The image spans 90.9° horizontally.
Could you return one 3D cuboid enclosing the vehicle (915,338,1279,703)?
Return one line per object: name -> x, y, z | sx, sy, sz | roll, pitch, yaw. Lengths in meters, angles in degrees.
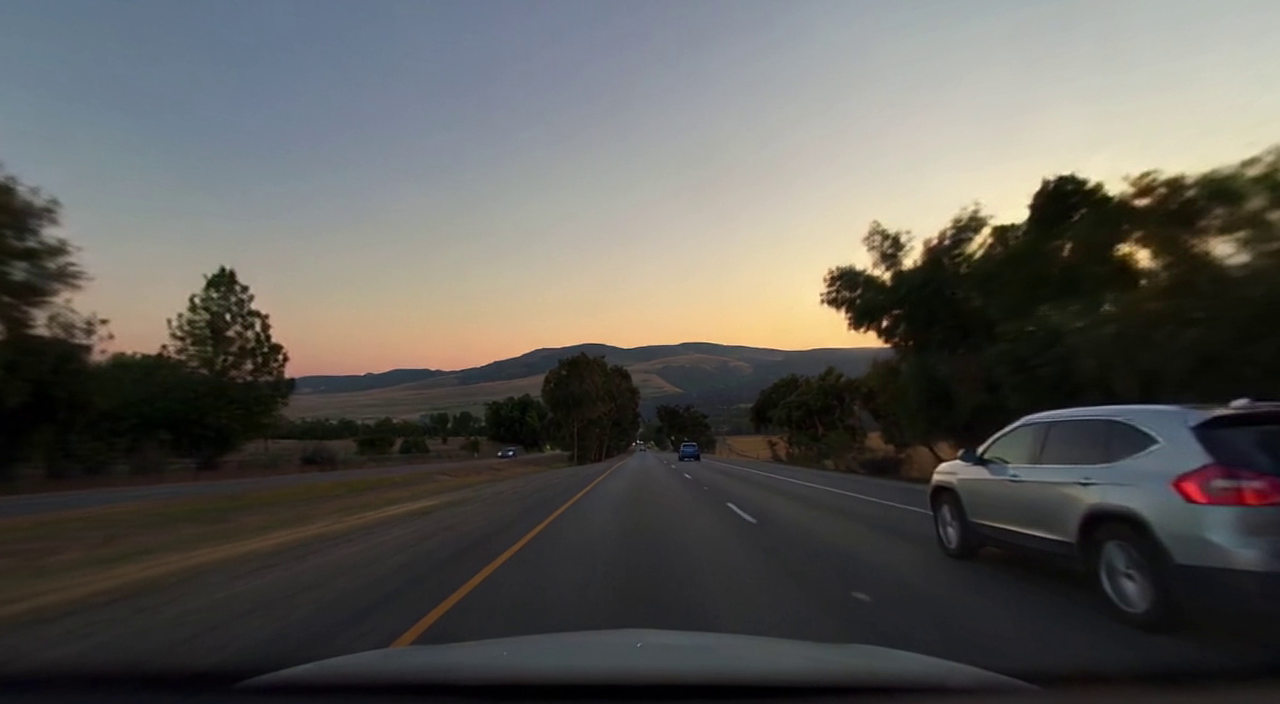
vehicle -> 3.995, 0.984, 3.899 | 2.070, 1.799, 5.584 | 0, -8, 0
